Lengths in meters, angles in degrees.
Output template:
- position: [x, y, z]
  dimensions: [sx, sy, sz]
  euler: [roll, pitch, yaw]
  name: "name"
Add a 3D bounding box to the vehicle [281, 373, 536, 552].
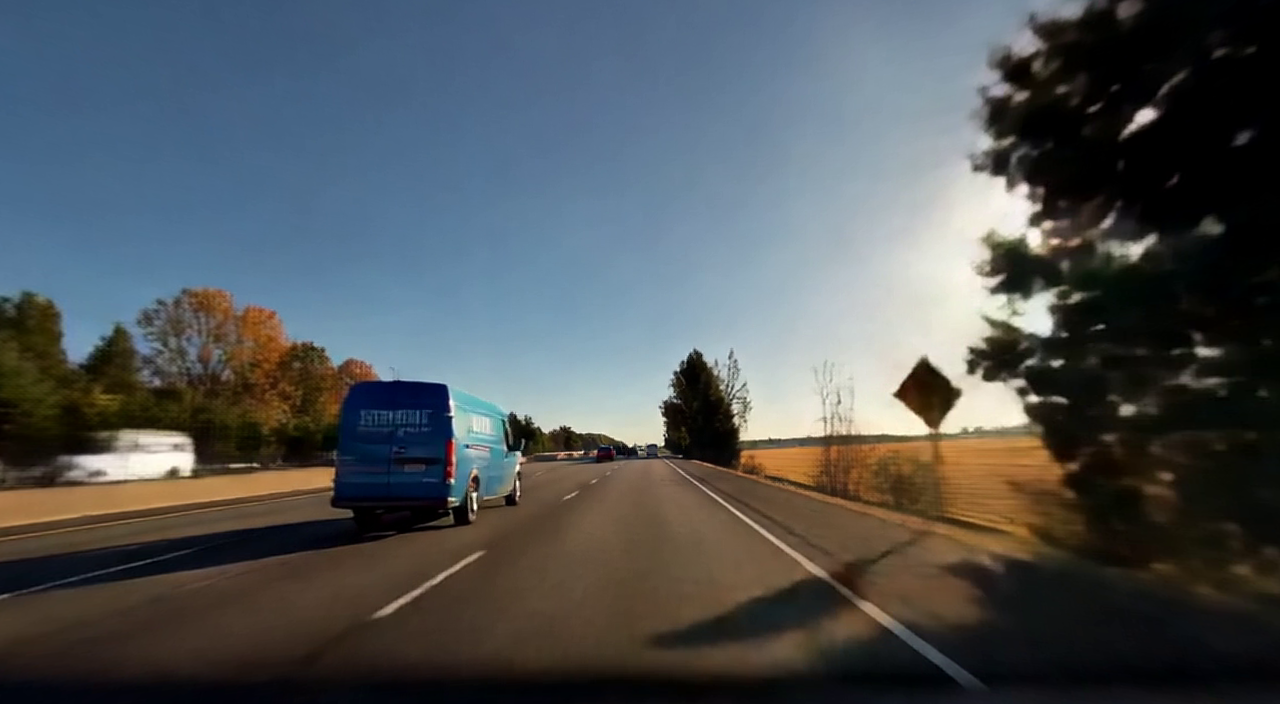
- position: [-3.510, 1.855, 11.076]
  dimensions: [2.360, 2.367, 5.223]
  euler: [0, -9, 1]
  name: "vehicle"
